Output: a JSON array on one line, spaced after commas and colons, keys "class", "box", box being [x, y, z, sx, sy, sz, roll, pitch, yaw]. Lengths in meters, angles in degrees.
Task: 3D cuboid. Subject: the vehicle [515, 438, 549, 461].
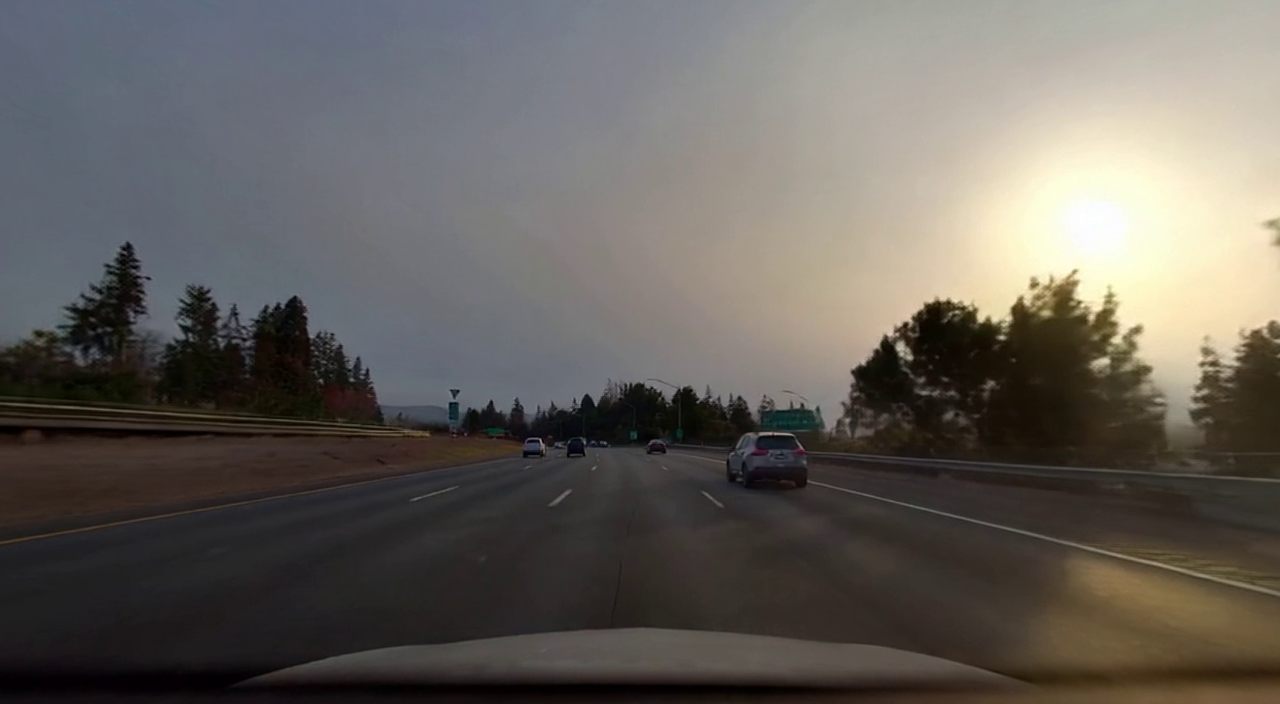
[{"class": "vehicle", "box": [-8.040, 7.276, 47.305, 2.064, 1.645, 4.286, 0, -8, -4]}]

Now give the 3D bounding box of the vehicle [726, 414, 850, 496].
[{"class": "vehicle", "box": [3.588, 2.607, 16.235, 2.043, 1.795, 4.347, 0, -8, -1]}]
